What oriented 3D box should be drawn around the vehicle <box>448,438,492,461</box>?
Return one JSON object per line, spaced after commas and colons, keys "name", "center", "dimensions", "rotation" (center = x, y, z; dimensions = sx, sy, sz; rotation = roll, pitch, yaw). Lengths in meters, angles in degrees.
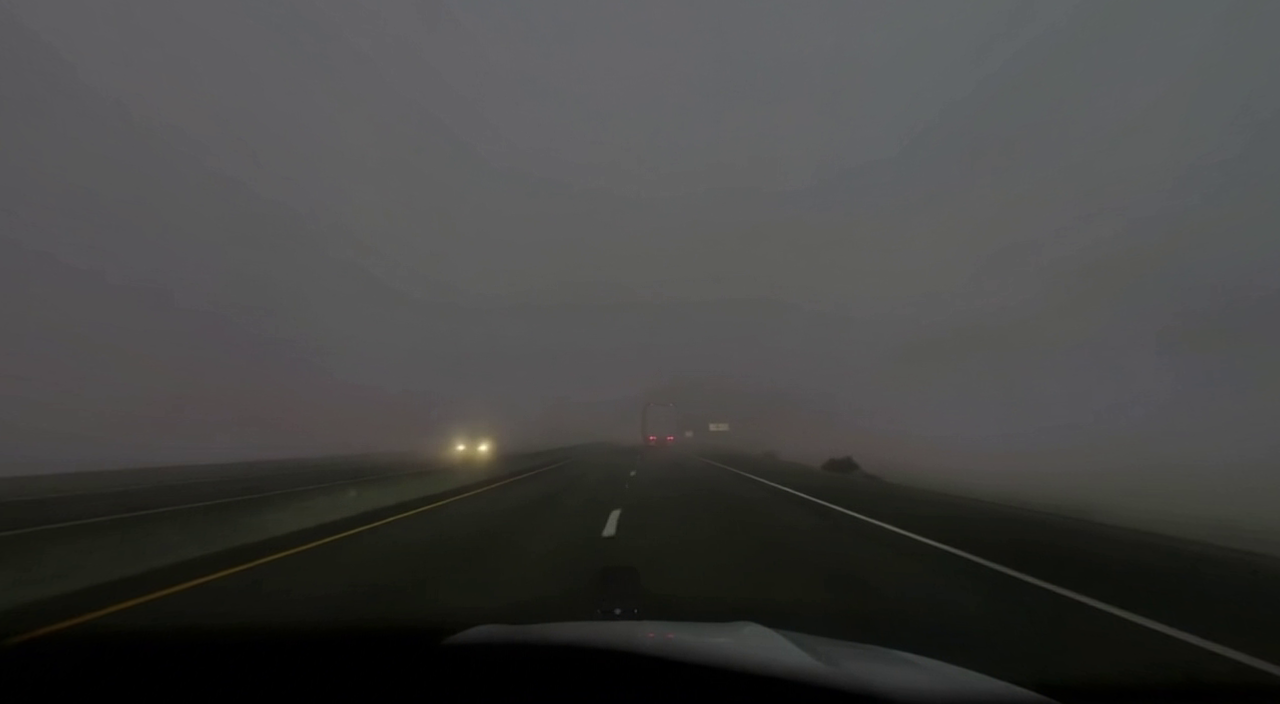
{"name": "vehicle", "center": [-12.080, 6.927, 45.143], "dimensions": [1.836, 1.511, 4.647], "rotation": [0, -8, 0]}
